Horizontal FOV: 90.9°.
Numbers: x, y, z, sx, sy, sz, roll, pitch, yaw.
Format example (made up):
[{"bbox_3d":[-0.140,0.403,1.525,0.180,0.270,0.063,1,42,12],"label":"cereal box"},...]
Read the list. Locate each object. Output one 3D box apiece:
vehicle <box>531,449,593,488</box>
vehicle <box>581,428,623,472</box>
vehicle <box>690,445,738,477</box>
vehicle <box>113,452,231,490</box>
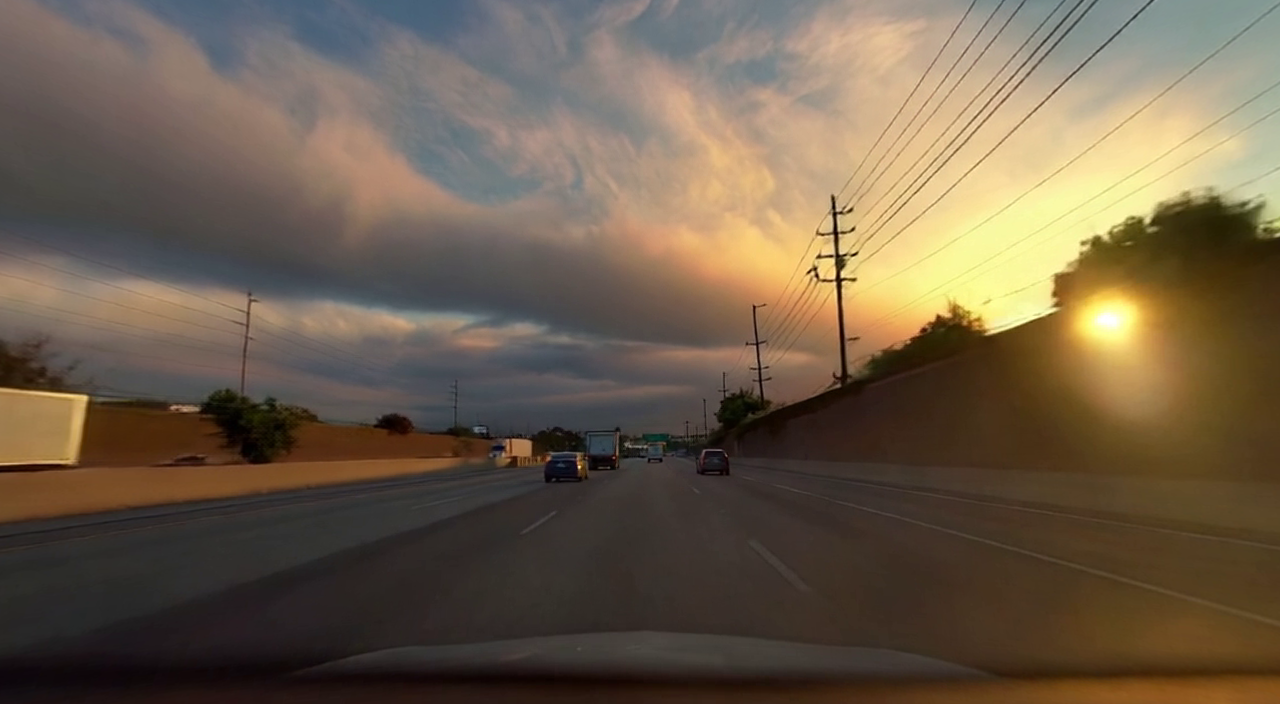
[{"bbox_3d":[-3.156,4.812,26.315,2.004,1.498,4.043,0,-9,1],"label":"vehicle"},{"bbox_3d":[-2.854,7.662,49.268,2.632,3.153,6.879,0,-9,2],"label":"vehicle"},{"bbox_3d":[4.319,6.440,37.488,2.214,1.799,4.627,0,-9,-1],"label":"vehicle"},{"bbox_3d":[-19.449,4.932,26.451,1.828,1.416,3.982,0,-9,1],"label":"vehicle"}]
